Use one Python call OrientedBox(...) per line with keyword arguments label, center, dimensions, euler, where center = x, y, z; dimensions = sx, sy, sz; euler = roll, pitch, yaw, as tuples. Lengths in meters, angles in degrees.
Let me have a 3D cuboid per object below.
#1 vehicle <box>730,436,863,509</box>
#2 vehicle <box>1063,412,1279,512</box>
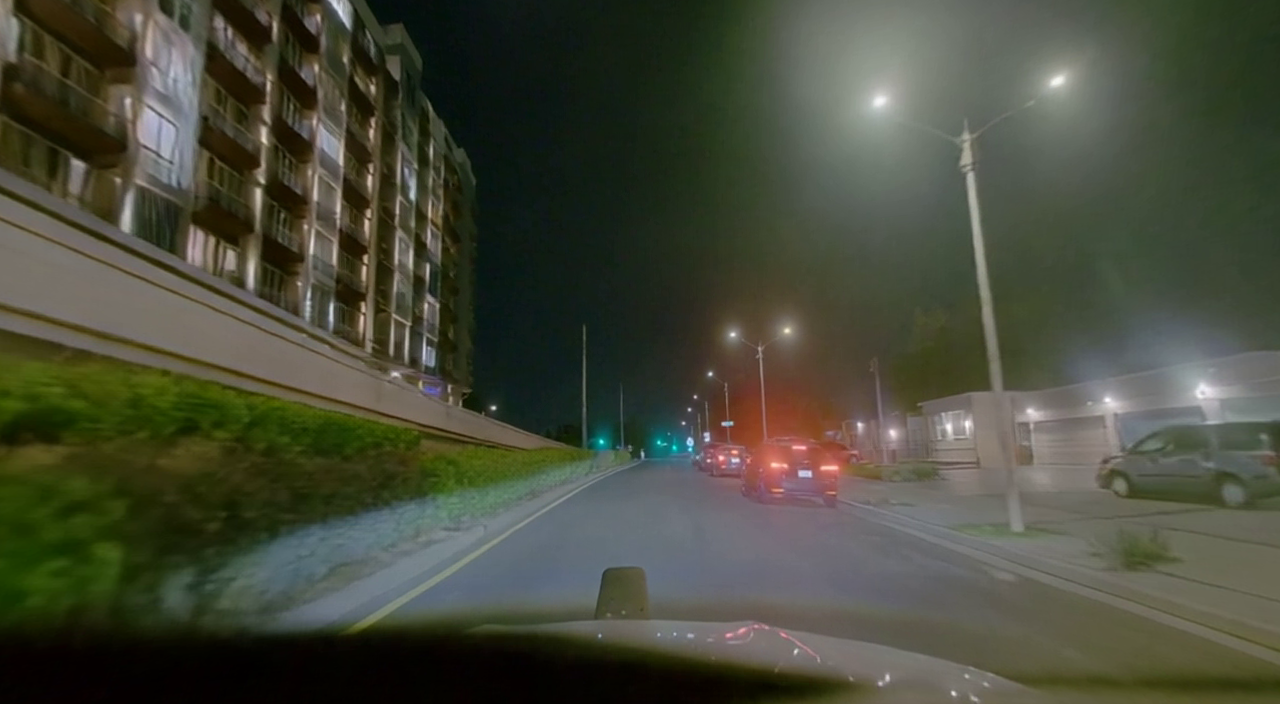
OrientedBox(label="vehicle", center=(3.547, 2.819, 15.280), dimensions=(2.024, 1.475, 4.565), euler=(0, -9, 0))
OrientedBox(label="vehicle", center=(10.332, 1.937, 11.430), dimensions=(1.997, 1.430, 4.986), euler=(0, -9, 2))
